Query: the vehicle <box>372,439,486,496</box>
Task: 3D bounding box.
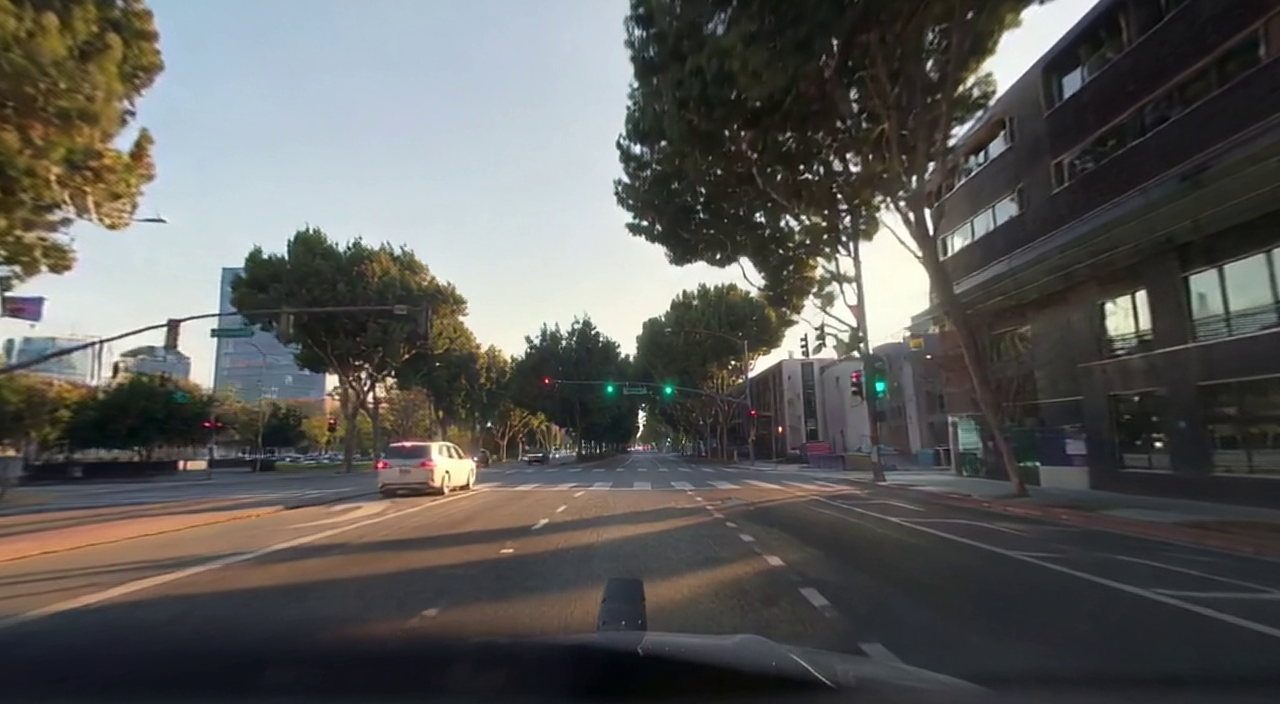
[{"bbox_3d":[-6.478,3.586,19.952,1.876,1.570,4.980,0,-9,0],"label":"vehicle"}]
